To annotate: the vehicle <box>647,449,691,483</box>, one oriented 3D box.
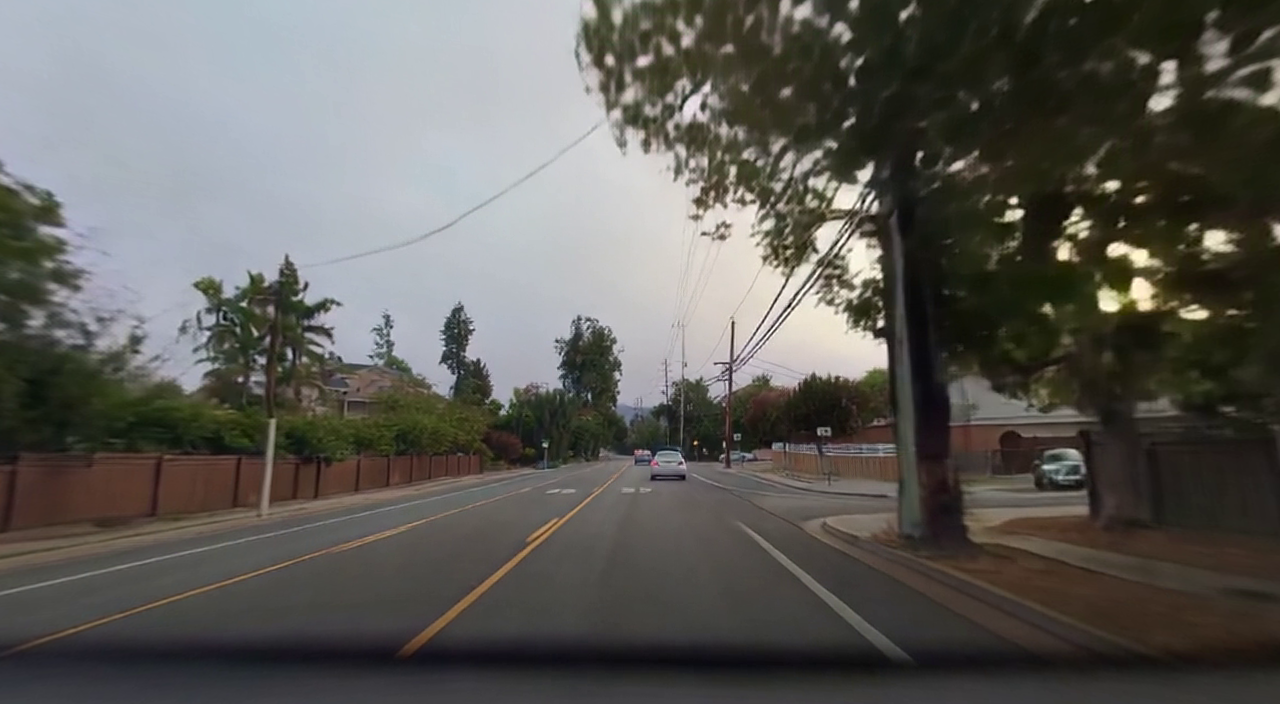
[{"bbox_3d":[1.323,5.472,30.539,1.975,1.497,3.647,0,-9,1],"label":"vehicle"}]
